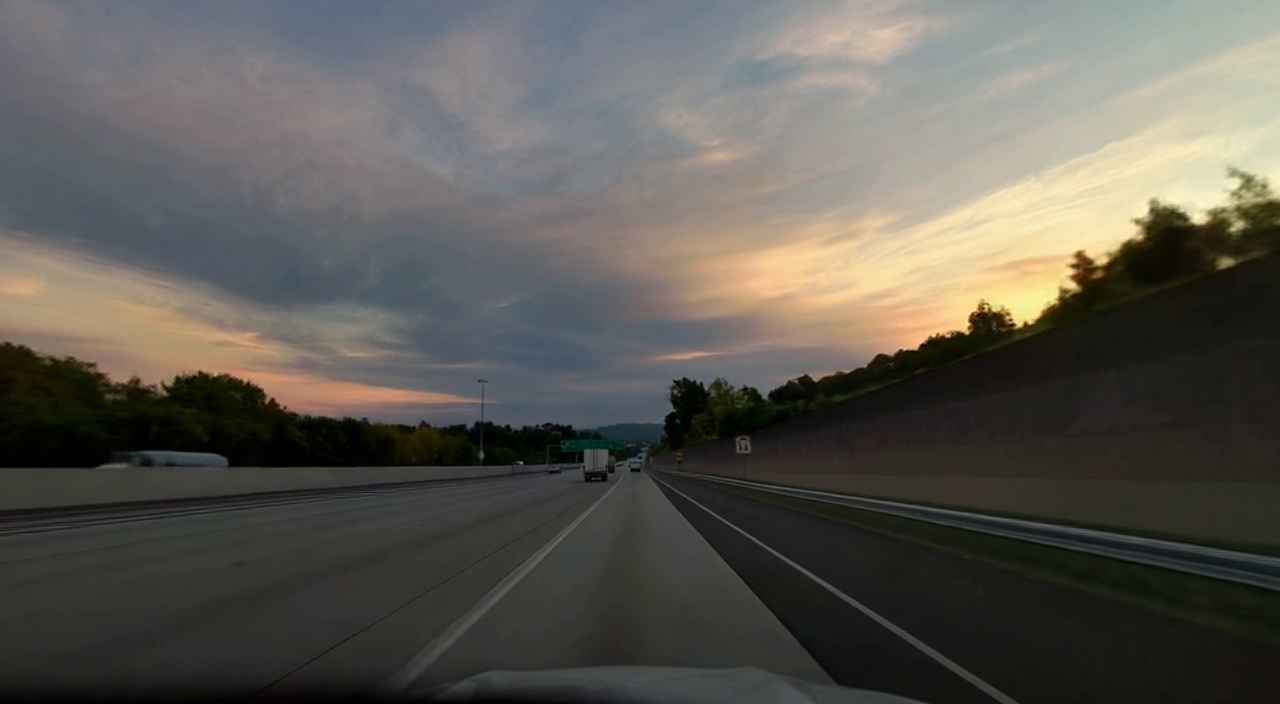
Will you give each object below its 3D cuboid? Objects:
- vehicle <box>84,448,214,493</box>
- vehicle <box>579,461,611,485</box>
[{"bbox_3d":[-33.149,8.050,42.996,2.779,2.751,7.408,1,-10,0],"label":"vehicle"},{"bbox_3d":[-3.243,8.910,46.302,2.092,1.642,3.895,1,-10,-1],"label":"vehicle"}]
